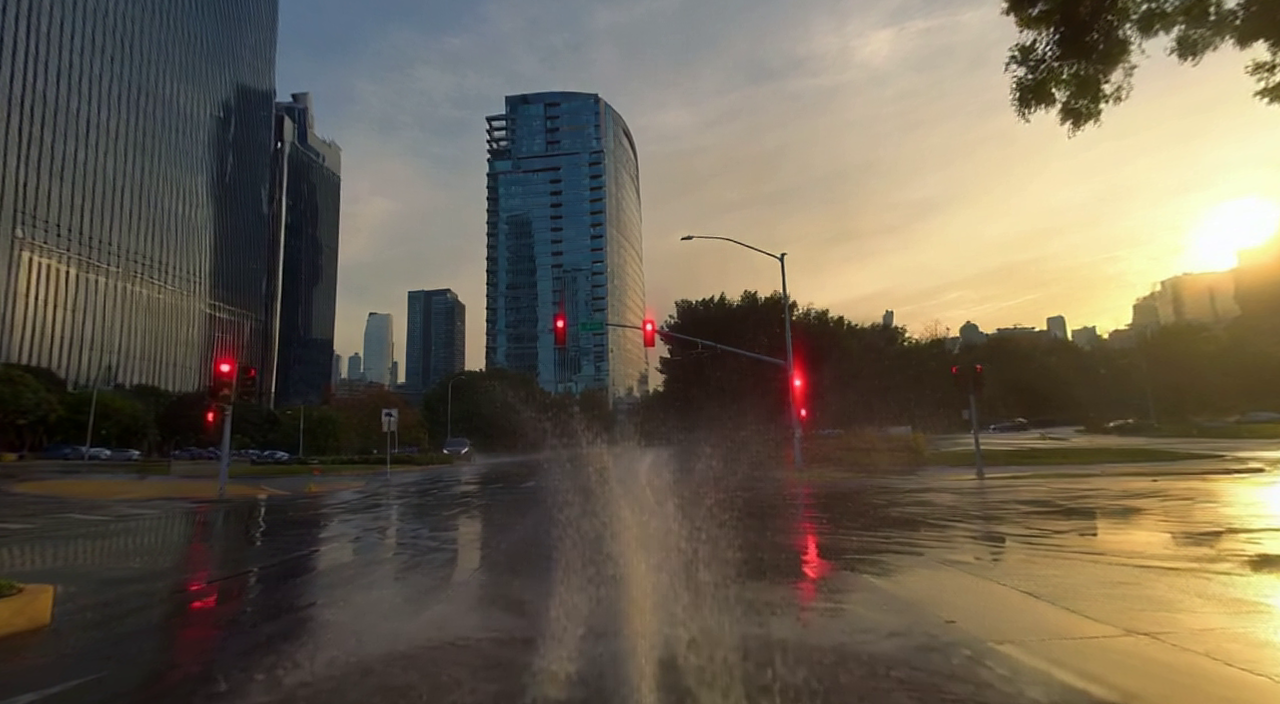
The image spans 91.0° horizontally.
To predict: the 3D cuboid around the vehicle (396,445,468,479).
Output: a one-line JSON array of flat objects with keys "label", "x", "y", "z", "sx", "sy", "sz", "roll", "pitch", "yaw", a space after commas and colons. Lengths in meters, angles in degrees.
[{"label": "vehicle", "x": -11.586, "y": 6.138, "z": 35.466, "sx": 2.069, "sy": 1.771, "sz": 4.947, "roll": 0, "pitch": -9, "yaw": 3}]
